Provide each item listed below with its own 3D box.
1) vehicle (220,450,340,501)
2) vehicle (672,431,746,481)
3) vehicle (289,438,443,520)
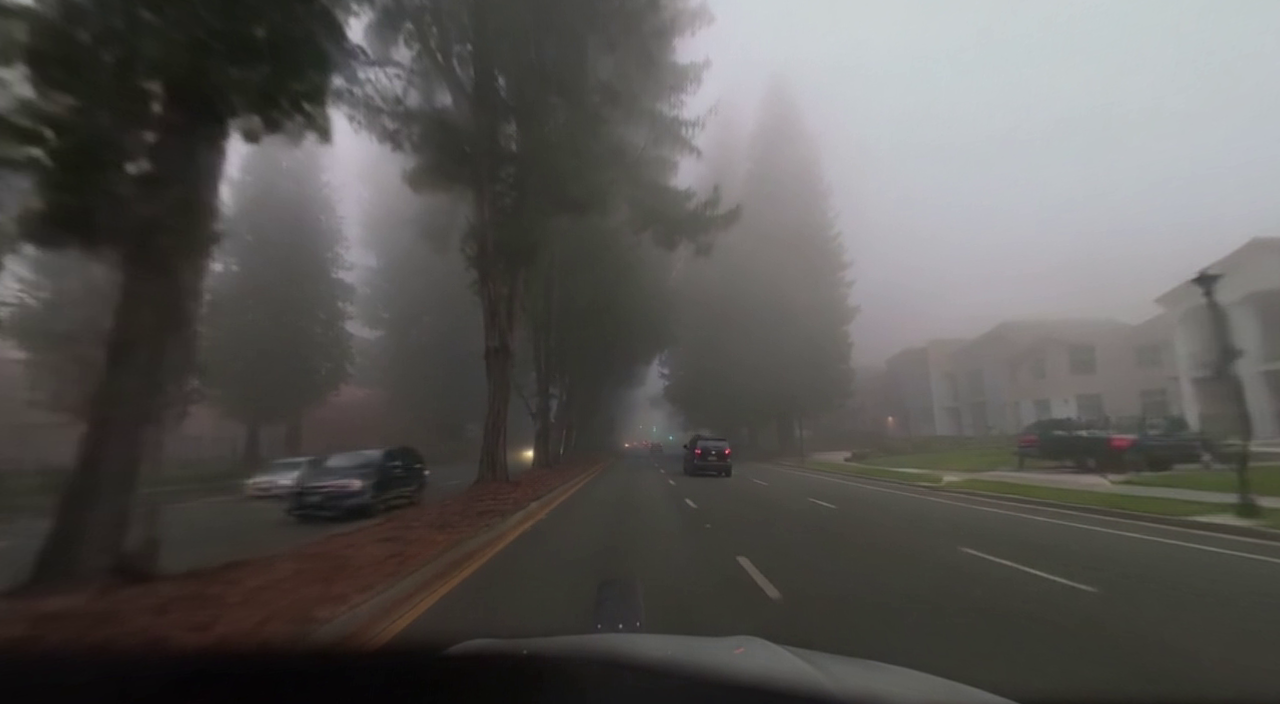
[{"bbox_3d":[-12.625,4.317,22.500,1.859,1.569,4.166,0,-8,-1],"label":"vehicle"},{"bbox_3d":[2.592,4.064,24.893,2.240,1.740,4.605,0,-8,-2],"label":"vehicle"},{"bbox_3d":[-6.383,2.965,15.348,1.900,1.671,4.217,0,-8,-1],"label":"vehicle"}]
